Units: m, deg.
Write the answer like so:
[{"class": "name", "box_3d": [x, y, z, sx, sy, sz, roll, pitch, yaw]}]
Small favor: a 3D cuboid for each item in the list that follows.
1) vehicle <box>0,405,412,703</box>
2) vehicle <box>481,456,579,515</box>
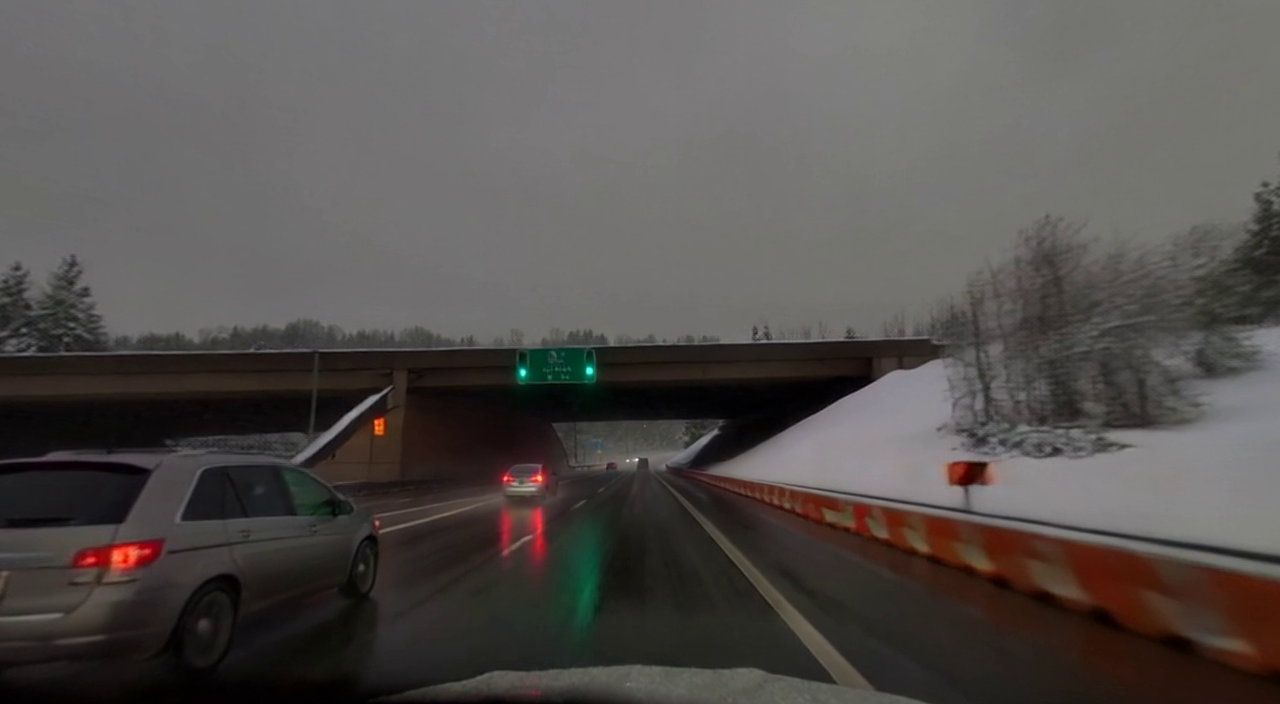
[{"class": "vehicle", "box_3d": [-3.396, 1.211, 3.793, 2.023, 1.507, 5.082, 1, -10, 1]}, {"class": "vehicle", "box_3d": [-3.016, 3.782, 18.112, 1.992, 1.466, 3.690, 0, -10, 2]}]
